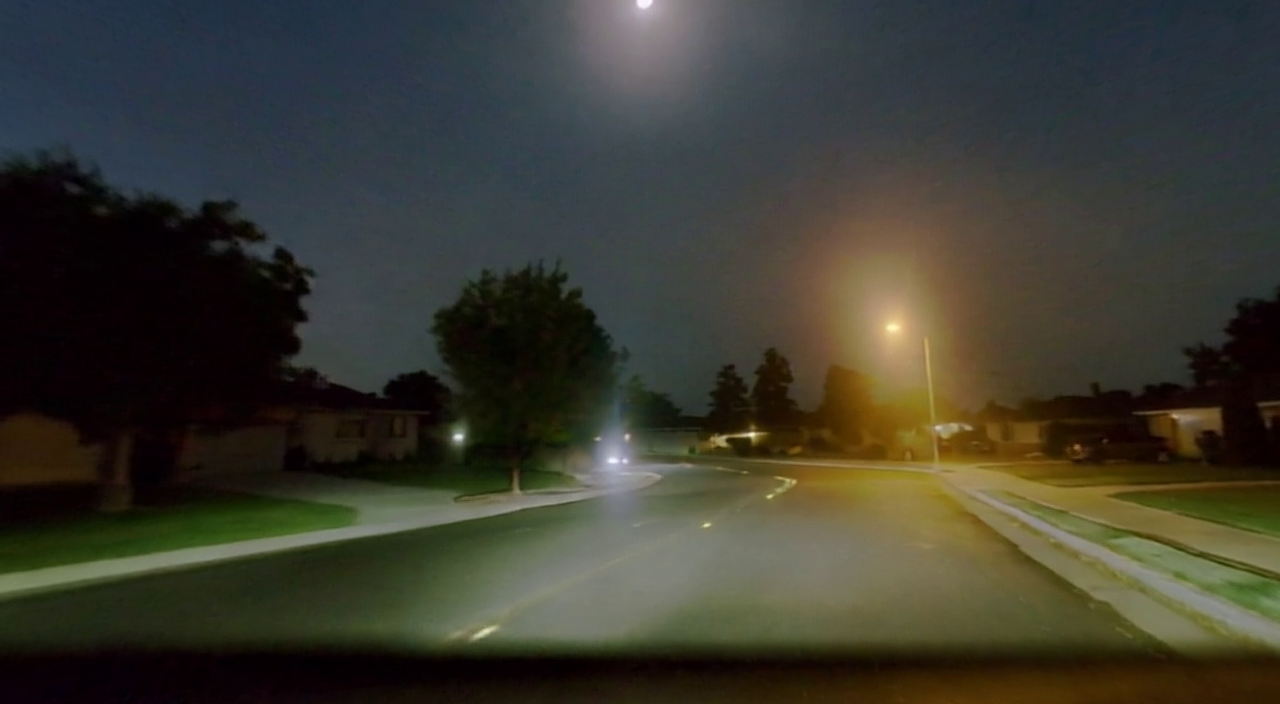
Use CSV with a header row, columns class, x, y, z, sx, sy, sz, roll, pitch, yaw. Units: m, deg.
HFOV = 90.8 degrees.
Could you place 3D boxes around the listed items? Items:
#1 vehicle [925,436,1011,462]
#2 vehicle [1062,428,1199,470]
class,x,y,z,sx,sy,sz,roll,pitch,yaw
vehicle,22.640,6.689,43.678,4.799,1.451,2.144,-1,-8,-11
vehicle,22.045,4.416,28.606,4.327,1.573,1.967,-7,-11,19
